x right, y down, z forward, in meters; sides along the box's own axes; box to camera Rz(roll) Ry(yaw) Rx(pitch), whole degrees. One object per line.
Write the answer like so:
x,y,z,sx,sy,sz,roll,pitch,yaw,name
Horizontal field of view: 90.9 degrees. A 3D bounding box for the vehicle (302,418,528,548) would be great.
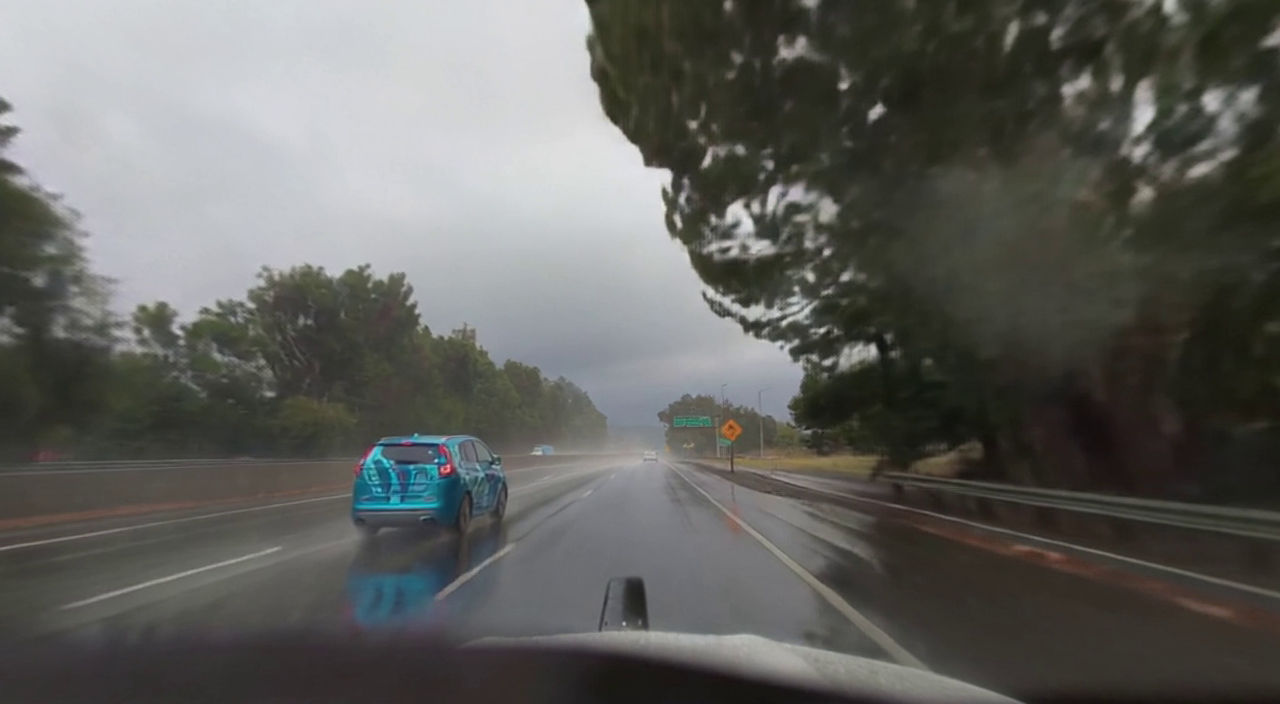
-3.573,2.176,11.217,2.183,1.803,4.685,0,-8,1,vehicle
